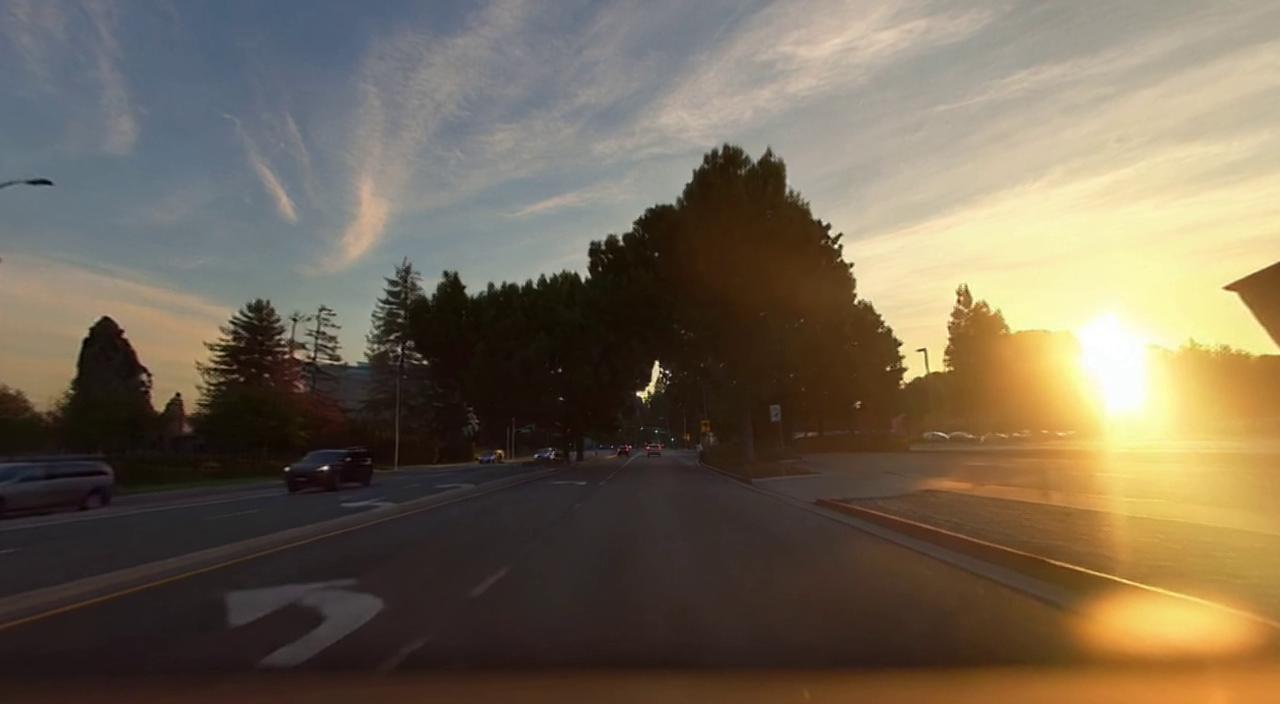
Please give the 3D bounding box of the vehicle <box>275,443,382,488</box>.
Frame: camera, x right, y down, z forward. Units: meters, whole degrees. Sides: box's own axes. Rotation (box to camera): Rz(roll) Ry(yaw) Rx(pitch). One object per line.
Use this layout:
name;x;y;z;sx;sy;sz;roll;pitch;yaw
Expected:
vehicle;-13.410;4.885;27.424;2.145;1.754;4.777;0;-8;1

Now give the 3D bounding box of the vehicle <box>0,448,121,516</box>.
vehicle;-17.316;3.594;17.406;1.998;1.724;4.486;-3;-9;0
